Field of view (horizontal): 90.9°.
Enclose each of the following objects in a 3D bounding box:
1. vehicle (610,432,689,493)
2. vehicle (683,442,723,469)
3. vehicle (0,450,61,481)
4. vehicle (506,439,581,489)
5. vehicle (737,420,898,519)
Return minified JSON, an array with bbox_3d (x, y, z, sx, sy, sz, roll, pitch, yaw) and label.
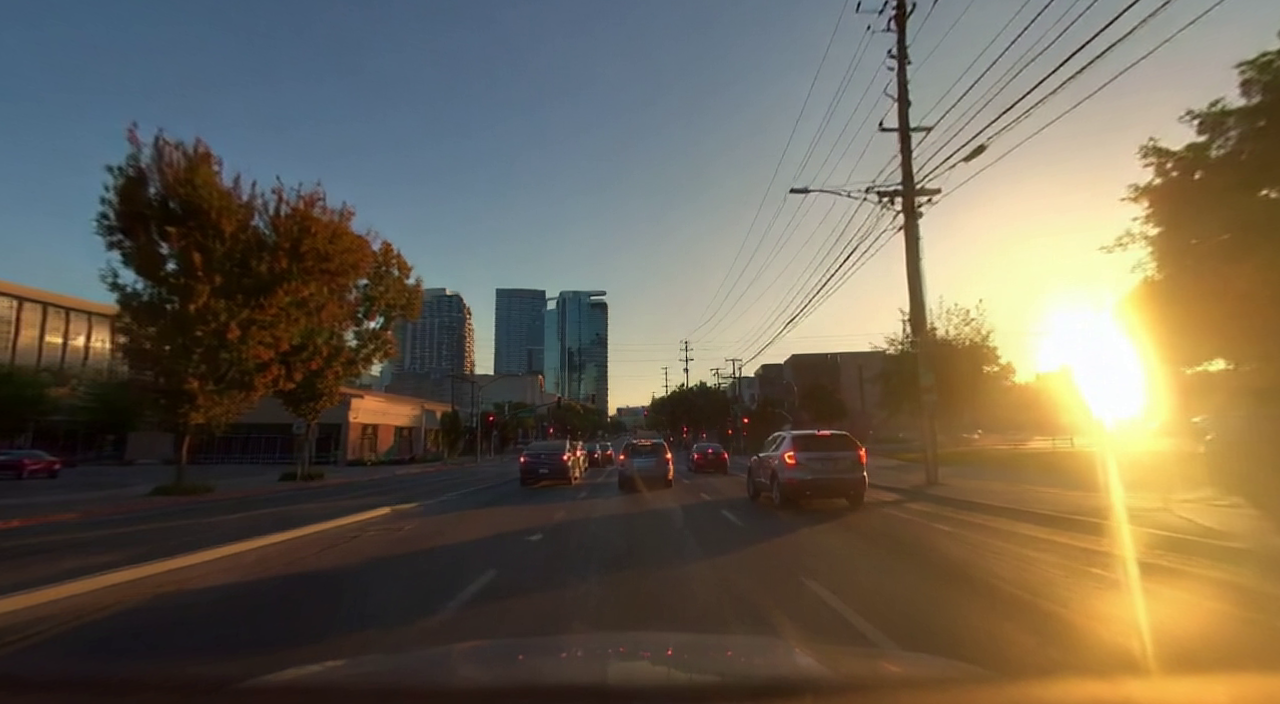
[{"bbox_3d":[0.242,3.379,19.569,2.200,1.653,4.127,0,-9,0],"label":"vehicle"},{"bbox_3d":[3.773,6.253,38.319,1.880,1.503,4.130,0,-9,-1],"label":"vehicle"},{"bbox_3d":[-37.935,6.802,37.914,1.882,1.753,4.517,0,-9,-1],"label":"vehicle"},{"bbox_3d":[-3.141,3.726,21.377,2.104,1.488,4.546,0,-9,-4],"label":"vehicle"},{"bbox_3d":[3.474,2.416,13.395,2.024,1.711,4.512,0,-9,-1],"label":"vehicle"}]
